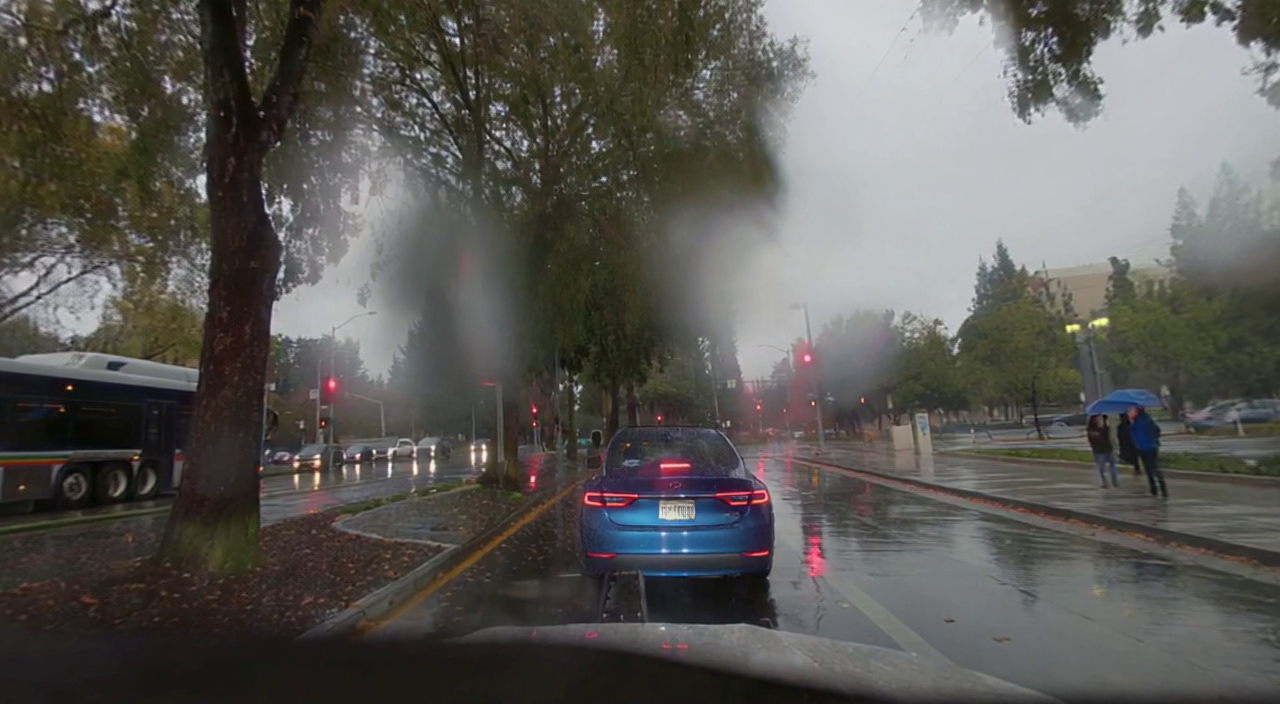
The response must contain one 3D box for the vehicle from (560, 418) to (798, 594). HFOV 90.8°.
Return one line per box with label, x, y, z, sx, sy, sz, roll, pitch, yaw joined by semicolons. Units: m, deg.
vehicle;0.372;1.609;7.396;2.035;1.499;3.799;0;-8;1
